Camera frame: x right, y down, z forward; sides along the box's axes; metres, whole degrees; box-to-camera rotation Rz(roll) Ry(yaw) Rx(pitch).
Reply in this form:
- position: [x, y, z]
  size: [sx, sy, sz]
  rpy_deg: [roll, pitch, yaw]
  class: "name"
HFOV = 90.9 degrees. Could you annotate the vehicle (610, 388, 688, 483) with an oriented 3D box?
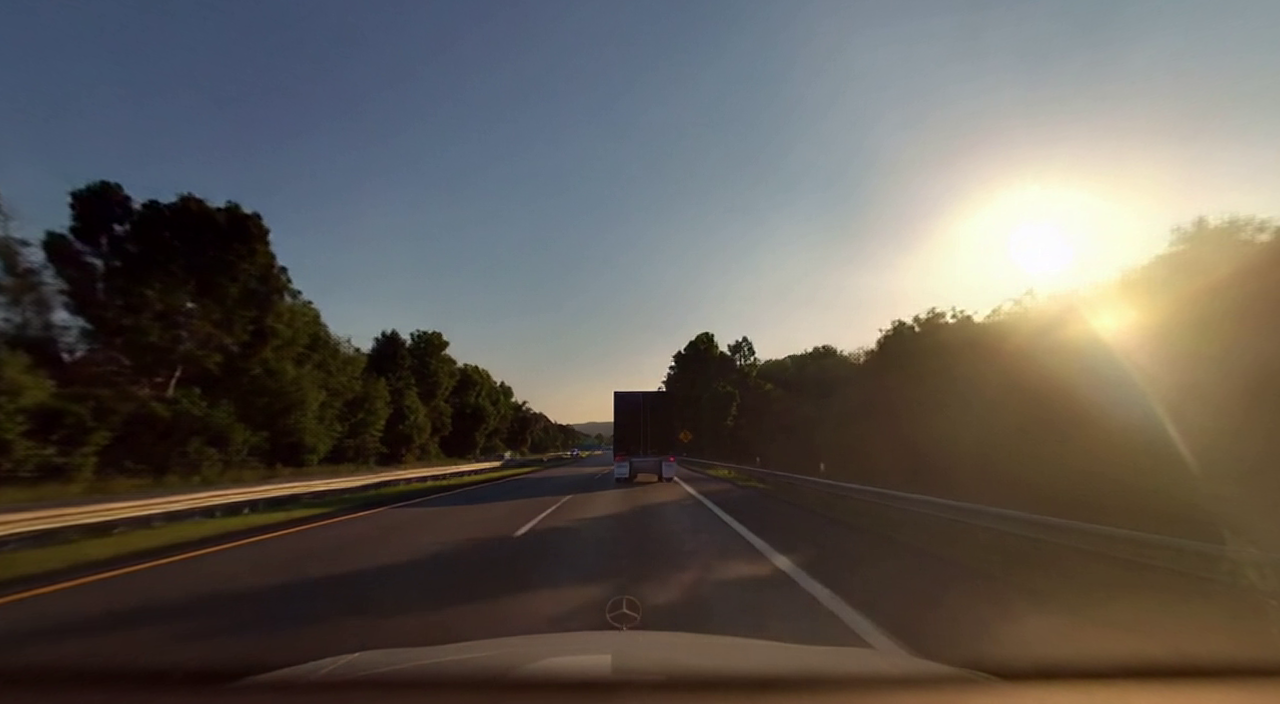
- position: [0.205, 3.791, 27.962]
  size: [2.913, 3.530, 8.648]
  rpy_deg: [0, -9, -2]
  class: "vehicle"
